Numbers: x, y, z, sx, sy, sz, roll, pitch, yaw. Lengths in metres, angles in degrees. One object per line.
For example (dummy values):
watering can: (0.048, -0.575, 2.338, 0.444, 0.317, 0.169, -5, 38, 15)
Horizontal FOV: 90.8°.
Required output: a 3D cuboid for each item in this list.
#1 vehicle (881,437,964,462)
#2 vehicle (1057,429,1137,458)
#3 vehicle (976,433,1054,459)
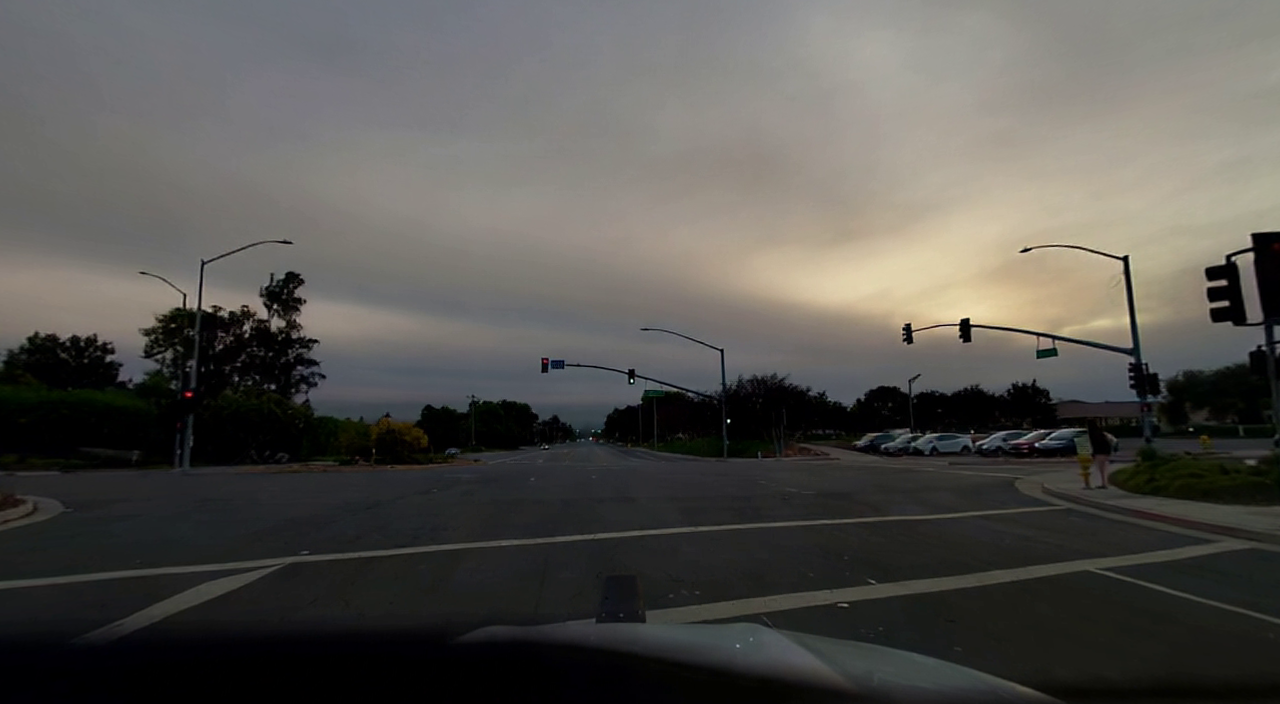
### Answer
vehicle: (18.632, 6.435, 41.638, 5.234, 1.549, 1.982, 4, -9, -24)
vehicle: (36.027, 7.221, 49.787, 6.148, 2.119, 2.473, 4, -10, -28)
vehicle: (26.881, 6.739, 45.296, 5.032, 1.828, 2.183, 4, -9, -24)
